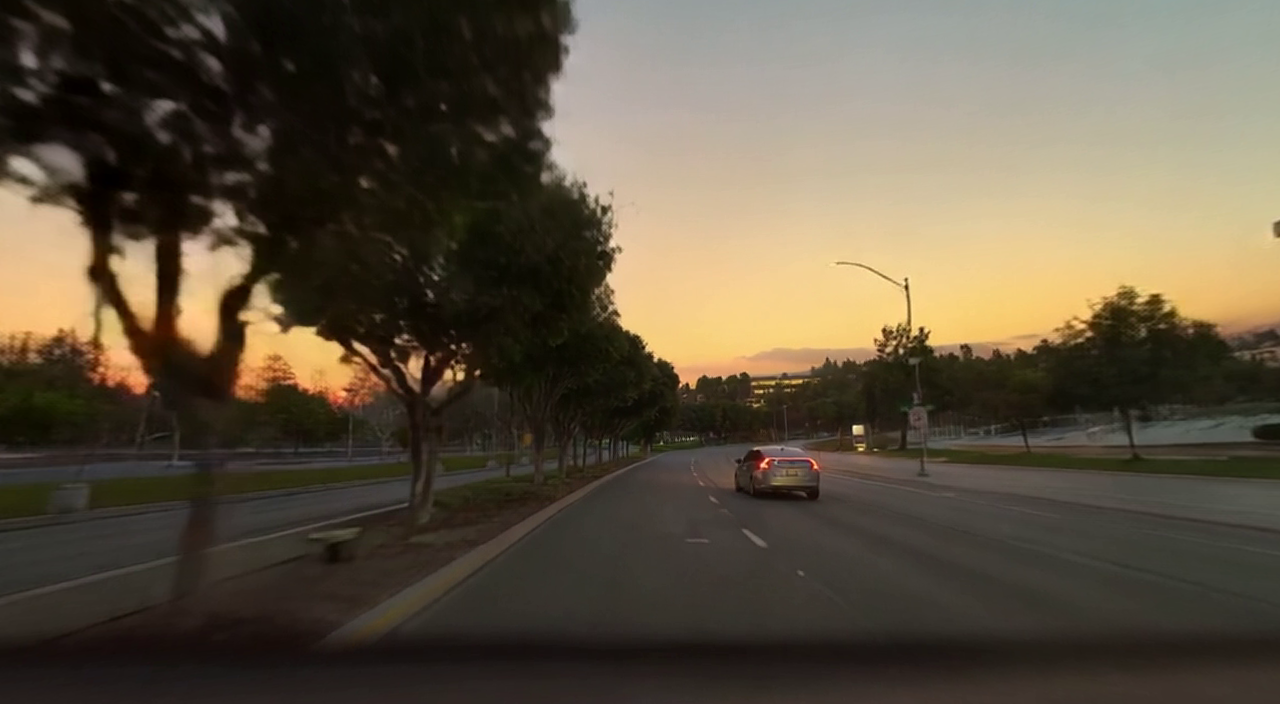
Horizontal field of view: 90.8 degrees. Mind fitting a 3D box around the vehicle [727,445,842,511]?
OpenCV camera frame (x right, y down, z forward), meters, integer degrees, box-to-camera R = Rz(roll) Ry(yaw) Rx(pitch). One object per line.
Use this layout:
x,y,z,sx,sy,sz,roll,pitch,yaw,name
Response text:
3.602,3.199,16.627,1.928,1.481,4.453,0,-9,-1,vehicle
